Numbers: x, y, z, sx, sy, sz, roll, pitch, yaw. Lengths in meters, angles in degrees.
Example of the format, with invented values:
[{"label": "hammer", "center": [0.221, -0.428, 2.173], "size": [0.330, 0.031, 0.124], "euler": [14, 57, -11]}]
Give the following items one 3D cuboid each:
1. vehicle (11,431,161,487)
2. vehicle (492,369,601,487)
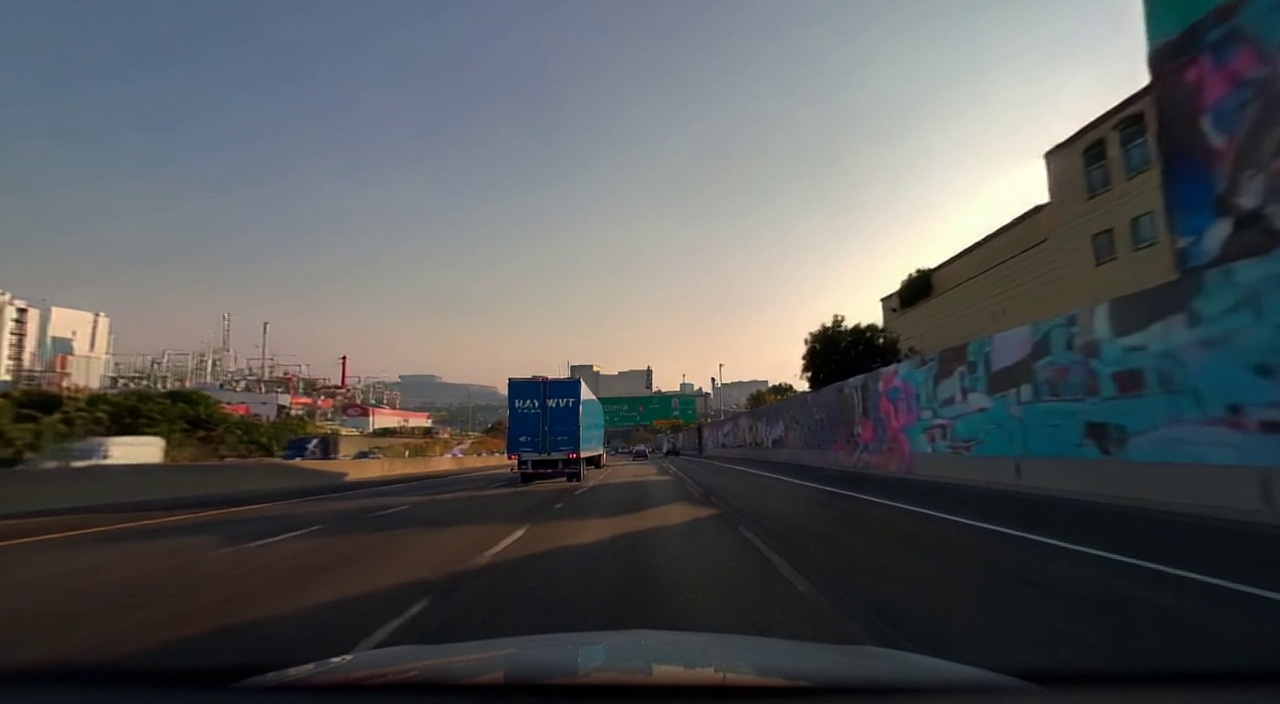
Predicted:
[{"label": "vehicle", "center": [-28.411, 5.468, 32.744], "size": [2.426, 2.602, 5.759], "euler": [0, -8, 1]}, {"label": "vehicle", "center": [-3.512, 3.164, 26.376], "size": [2.977, 4.048, 8.890], "euler": [0, -7, 1]}]
